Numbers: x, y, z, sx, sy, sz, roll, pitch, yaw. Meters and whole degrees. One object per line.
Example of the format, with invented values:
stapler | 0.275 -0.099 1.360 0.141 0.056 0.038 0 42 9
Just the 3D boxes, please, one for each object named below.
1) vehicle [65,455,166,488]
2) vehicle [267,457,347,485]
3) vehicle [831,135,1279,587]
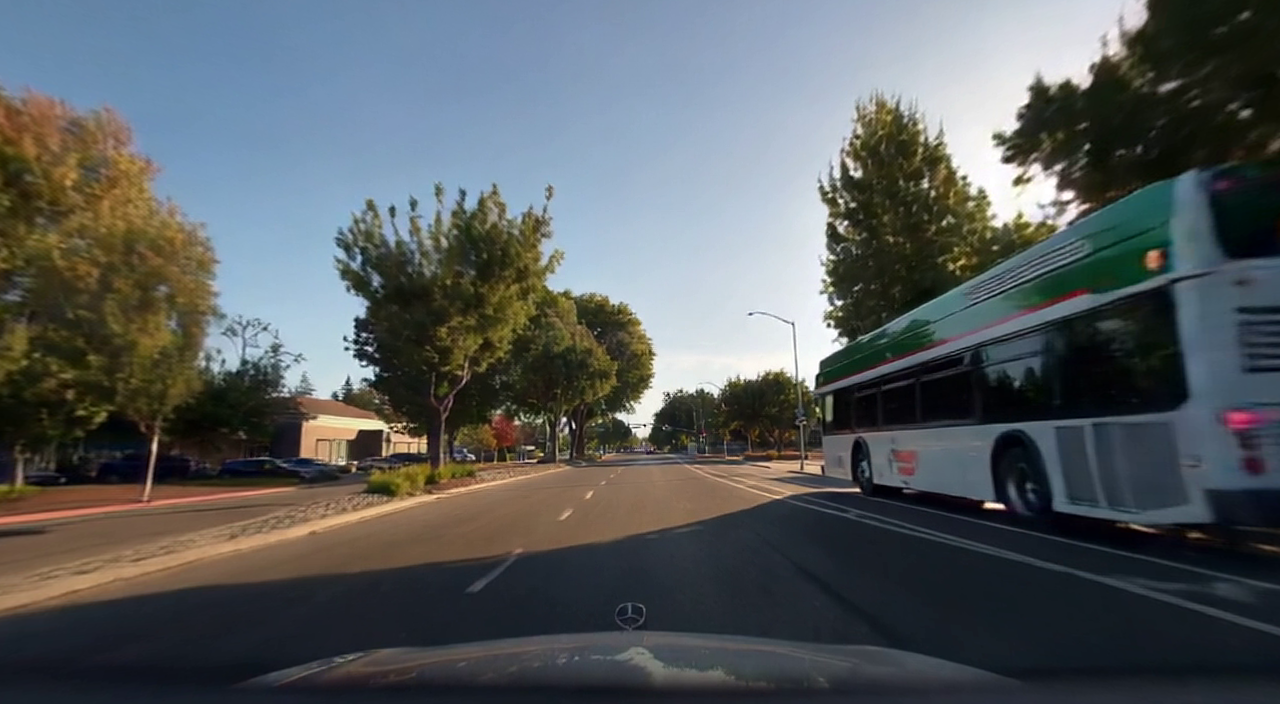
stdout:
vehicle | -30.176 6.855 36.357 4.251 1.563 1.950 -3 -8 4
vehicle | -21.128 7.555 40.312 2.114 1.602 4.824 -1 -9 6
vehicle | 8.171 0.883 12.710 4.582 4.678 12.589 0 -8 0
